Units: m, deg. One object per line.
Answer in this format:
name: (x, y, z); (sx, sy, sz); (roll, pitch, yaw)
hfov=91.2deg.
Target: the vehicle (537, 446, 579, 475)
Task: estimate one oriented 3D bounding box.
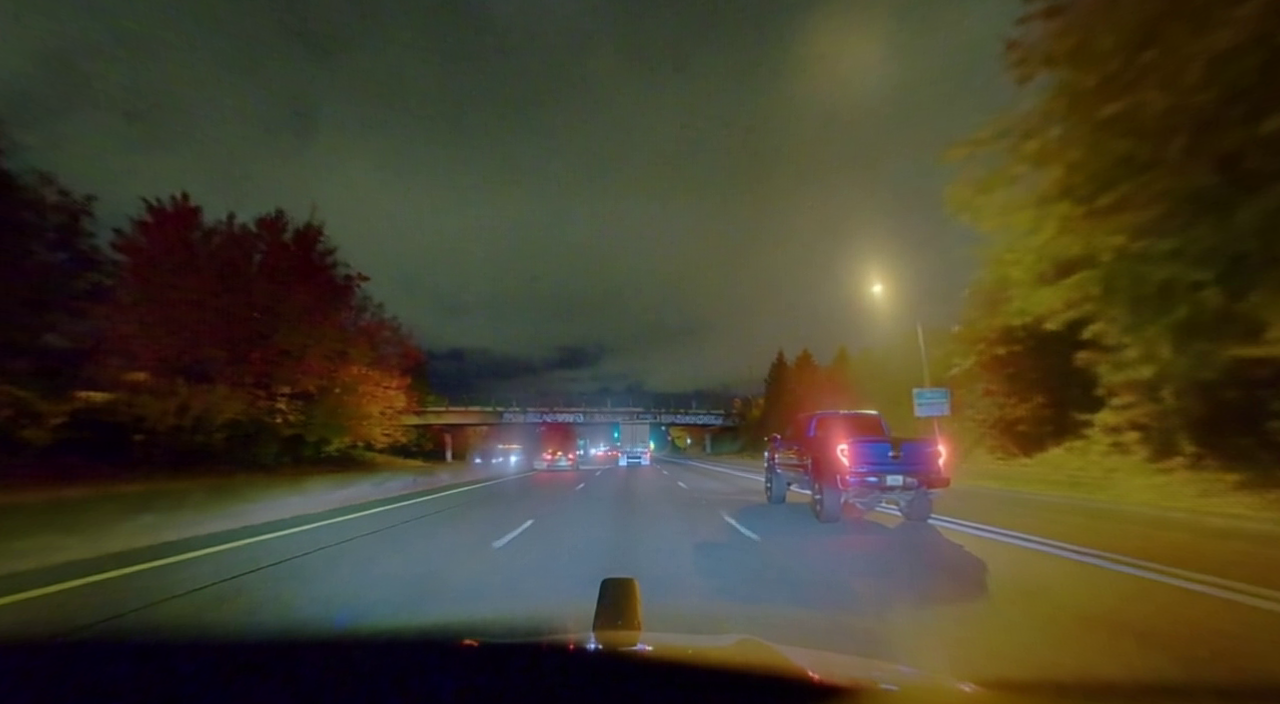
vehicle: (-4.507, 6.037, 35.088); (1.892, 1.529, 3.996); (0, -9, -1)
